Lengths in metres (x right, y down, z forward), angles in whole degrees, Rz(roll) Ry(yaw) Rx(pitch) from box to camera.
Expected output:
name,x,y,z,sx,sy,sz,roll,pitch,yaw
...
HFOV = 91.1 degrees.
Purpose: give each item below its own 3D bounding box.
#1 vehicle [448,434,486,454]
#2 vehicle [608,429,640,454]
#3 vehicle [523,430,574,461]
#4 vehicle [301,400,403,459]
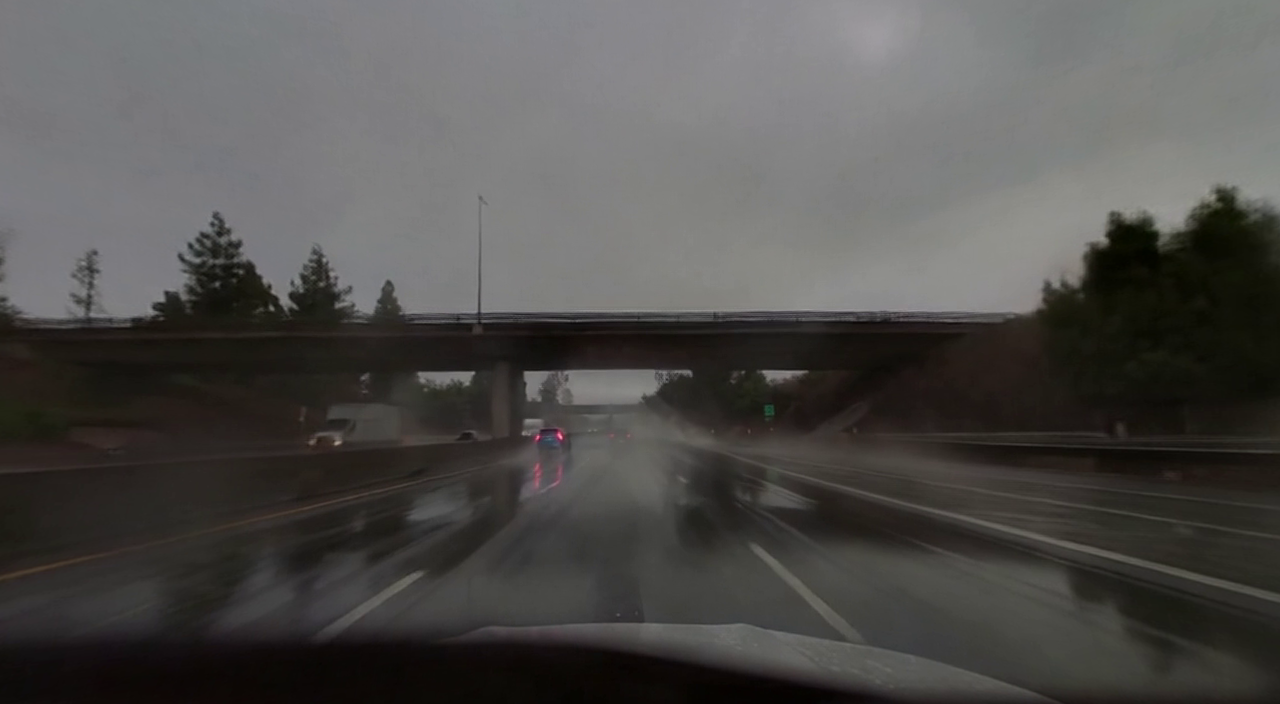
name,x,y,z,sx,sy,sz,roll,pitch,yaw
vehicle,-13.349,7.128,48.685,1.875,1.479,3.819,0,-8,1
vehicle,-1.073,6.179,43.680,2.116,1.625,4.004,0,-8,0
vehicle,-4.804,4.949,33.561,2.017,1.537,4.496,0,-8,0
vehicle,-20.831,5.761,46.322,2.968,3.835,9.465,0,-8,0
